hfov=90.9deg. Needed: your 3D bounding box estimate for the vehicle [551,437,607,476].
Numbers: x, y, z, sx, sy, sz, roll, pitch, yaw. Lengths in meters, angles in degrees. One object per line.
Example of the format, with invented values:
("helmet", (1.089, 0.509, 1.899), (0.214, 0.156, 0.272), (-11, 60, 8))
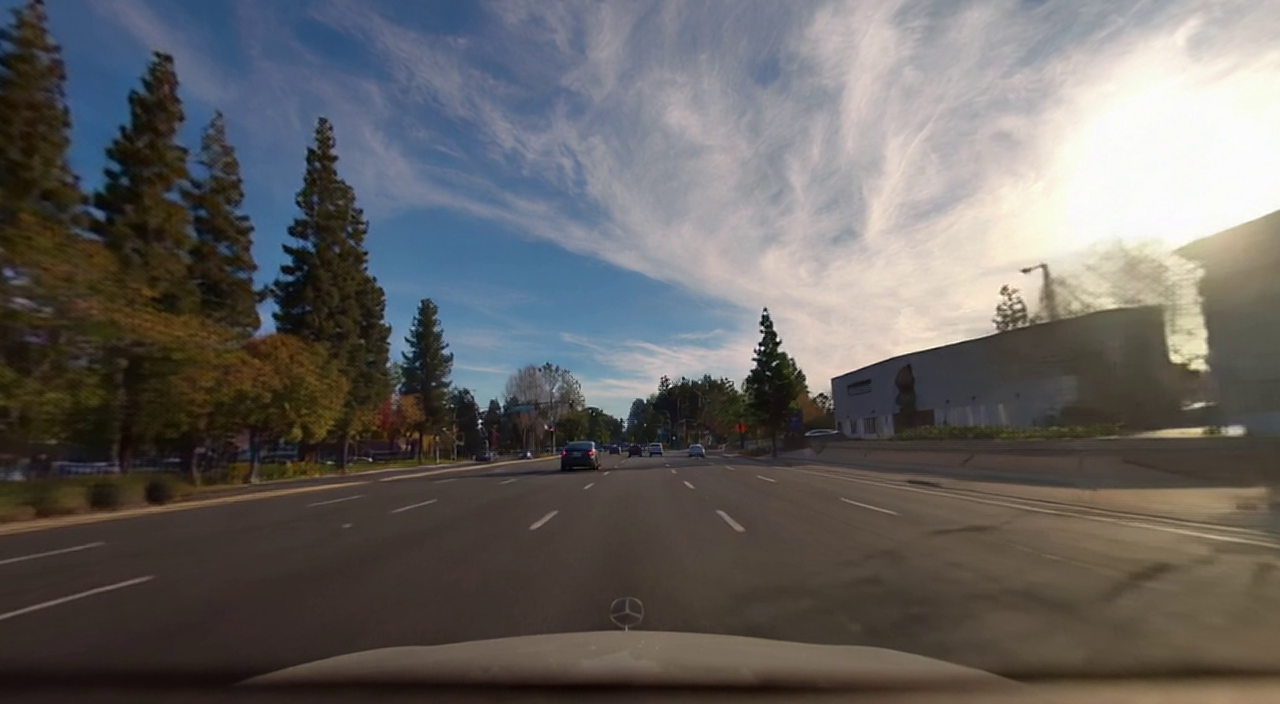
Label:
("vehicle", (-2.737, 4.846, 29.437), (2.121, 1.656, 4.559), (0, -8, 1))
